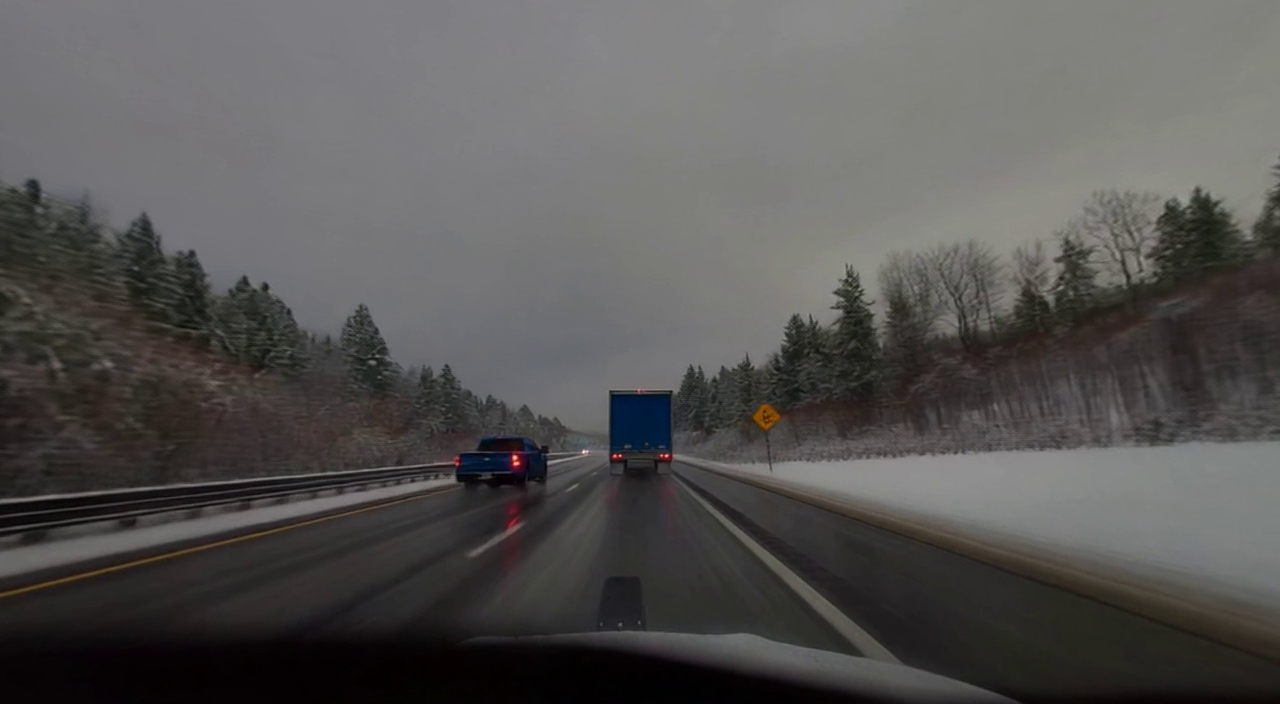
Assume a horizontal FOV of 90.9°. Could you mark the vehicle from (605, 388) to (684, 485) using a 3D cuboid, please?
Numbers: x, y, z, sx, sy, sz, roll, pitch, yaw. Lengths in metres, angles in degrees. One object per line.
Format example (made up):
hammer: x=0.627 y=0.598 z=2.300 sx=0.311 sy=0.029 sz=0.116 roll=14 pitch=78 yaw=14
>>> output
vehicle: x=0.010 y=3.771 z=27.477 sx=2.913 sy=3.530 sz=8.648 roll=0 pitch=-9 yaw=-2

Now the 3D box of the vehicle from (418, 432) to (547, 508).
vehicle: x=-3.830 y=2.969 z=16.238 sx=2.160 sy=1.661 sz=4.388 roll=0 pitch=-9 yaw=0
